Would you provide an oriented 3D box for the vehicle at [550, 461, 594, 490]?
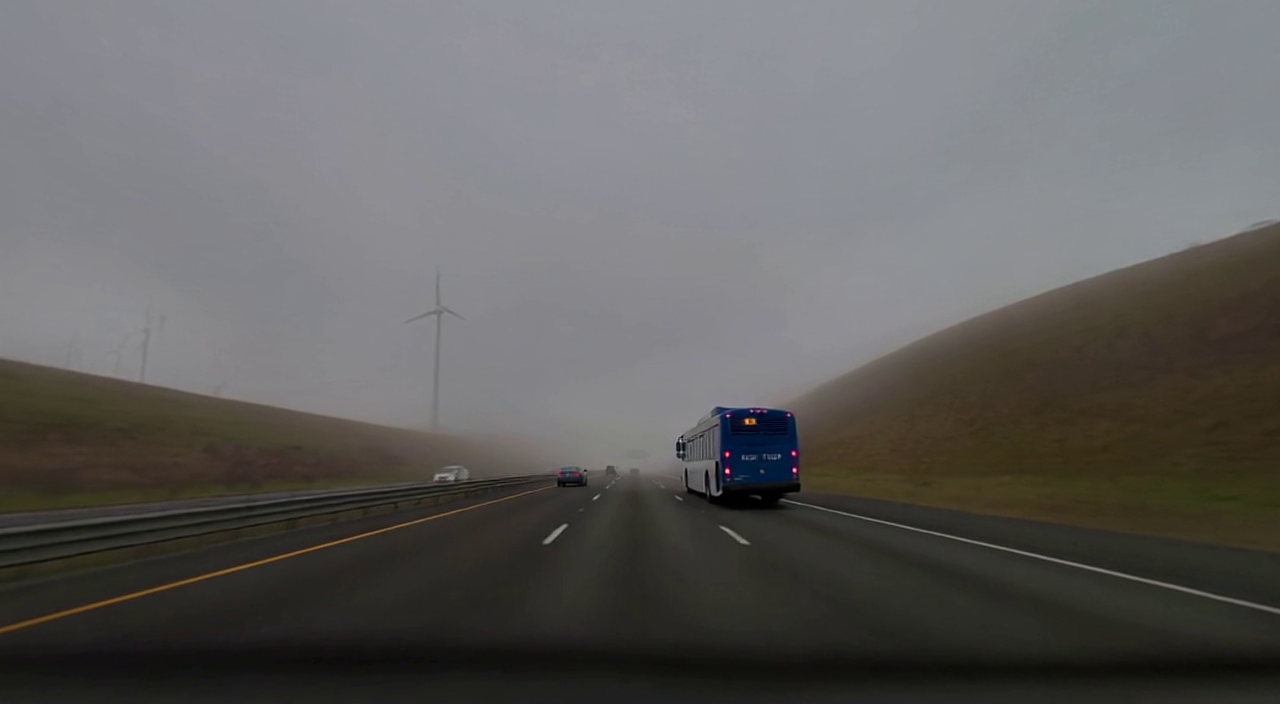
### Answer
[{"bbox_3d":[-4.012,7.432,38.040,2.213,1.568,4.274,1,-10,-1],"label":"vehicle"}]

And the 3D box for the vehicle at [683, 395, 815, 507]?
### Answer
[{"bbox_3d":[3.985,4.493,27.529,2.941,3.574,14.463,1,-10,-1],"label":"vehicle"}]
